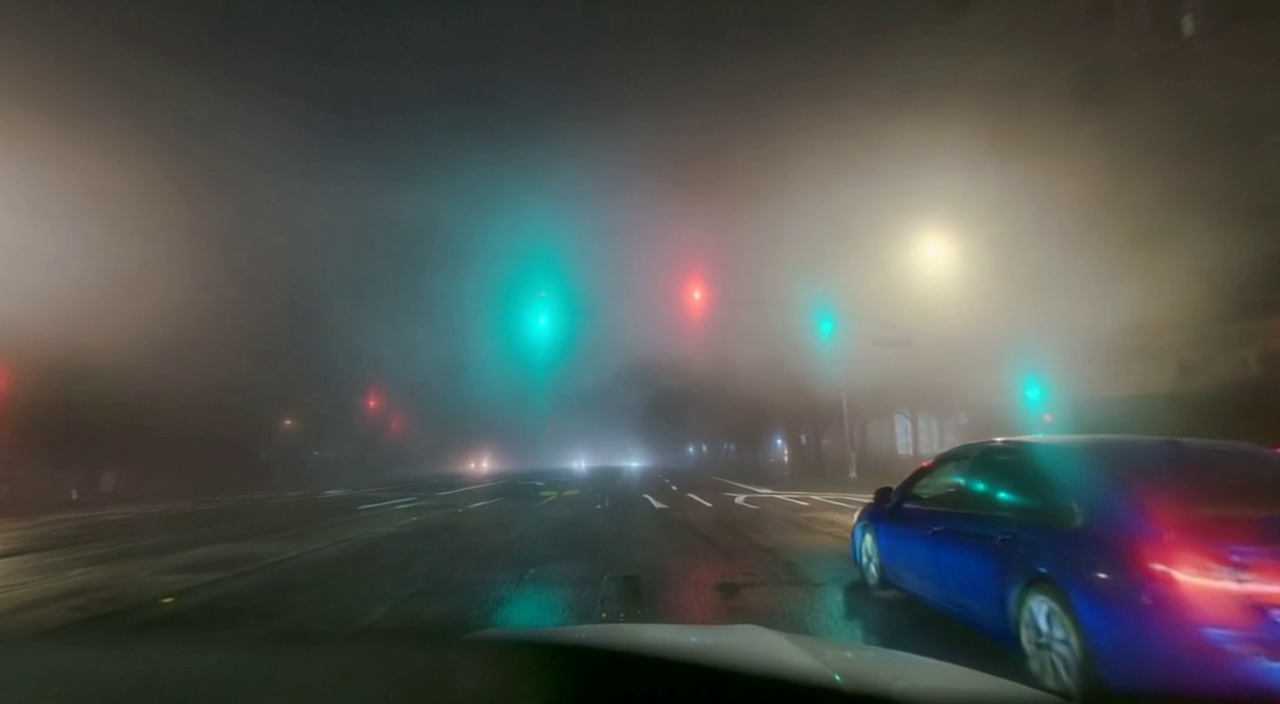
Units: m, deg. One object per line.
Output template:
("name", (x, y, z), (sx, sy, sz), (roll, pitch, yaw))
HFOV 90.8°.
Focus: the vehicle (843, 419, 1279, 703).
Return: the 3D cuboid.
("vehicle", (3.113, 1.261, 4.123), (2.015, 1.455, 4.615), (0, -9, 0))
